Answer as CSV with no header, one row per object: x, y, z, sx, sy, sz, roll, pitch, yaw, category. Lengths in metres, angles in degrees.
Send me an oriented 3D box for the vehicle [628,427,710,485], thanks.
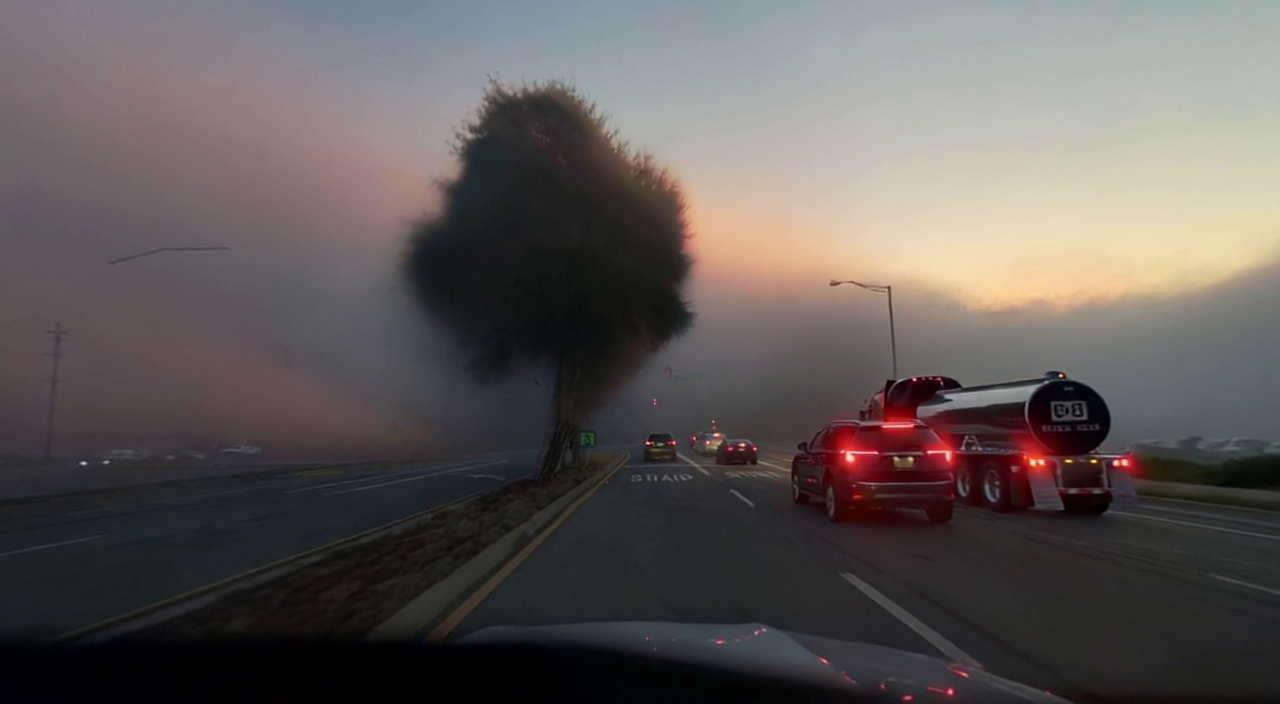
0.793,3.030,18.554,2.148,1.488,4.002,0,-8,1,vehicle

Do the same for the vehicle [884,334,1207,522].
8.159,1.735,14.004,2.849,3.207,6.275,0,-8,-1,vehicle

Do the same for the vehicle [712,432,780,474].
4.040,3.931,24.654,1.917,1.475,4.081,0,-8,-1,vehicle

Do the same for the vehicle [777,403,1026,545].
3.714,1.838,10.089,2.045,1.729,4.532,0,-8,0,vehicle
